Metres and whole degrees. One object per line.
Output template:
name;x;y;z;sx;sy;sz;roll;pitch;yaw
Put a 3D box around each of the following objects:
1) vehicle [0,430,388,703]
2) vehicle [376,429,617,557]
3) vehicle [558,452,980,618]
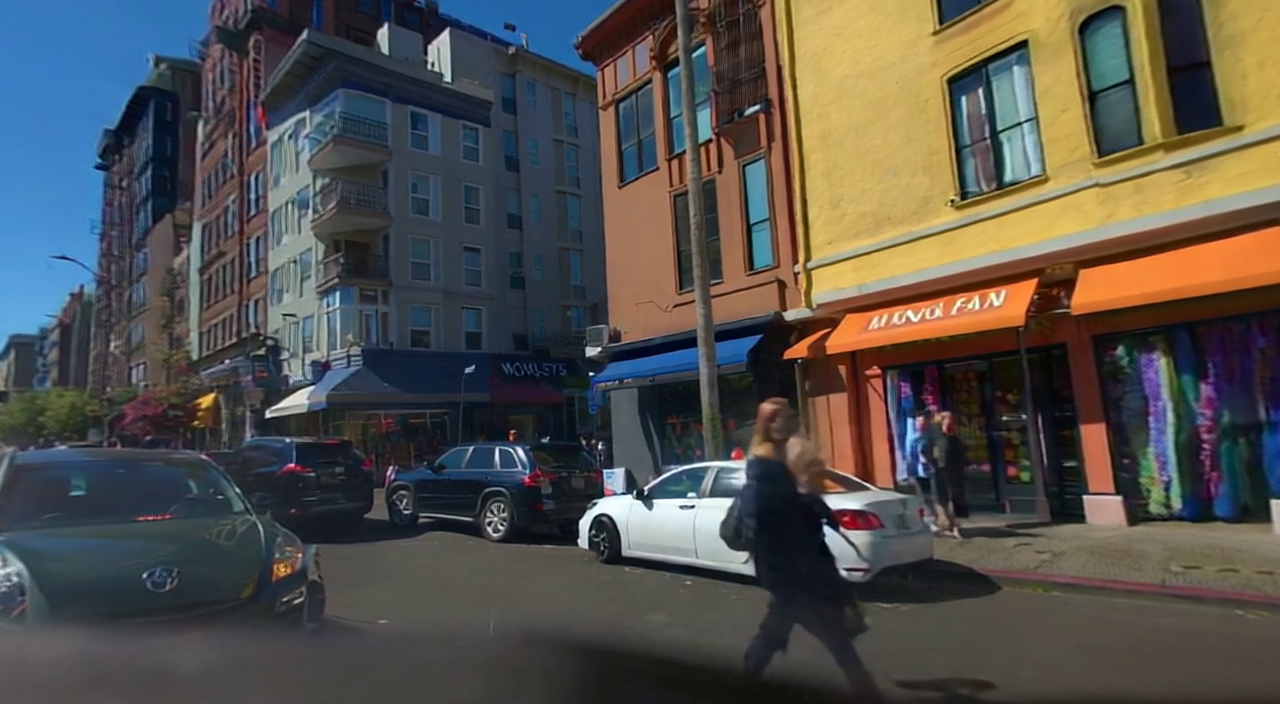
vehicle;-3.650;1.310;4.255;4.330;1.458;1.932;-8;-12;43
vehicle;-2.733;2.394;11.495;4.580;1.853;1.862;-7;-11;40
vehicle;1.321;1.993;7.919;4.830;1.421;1.826;-7;-11;39
